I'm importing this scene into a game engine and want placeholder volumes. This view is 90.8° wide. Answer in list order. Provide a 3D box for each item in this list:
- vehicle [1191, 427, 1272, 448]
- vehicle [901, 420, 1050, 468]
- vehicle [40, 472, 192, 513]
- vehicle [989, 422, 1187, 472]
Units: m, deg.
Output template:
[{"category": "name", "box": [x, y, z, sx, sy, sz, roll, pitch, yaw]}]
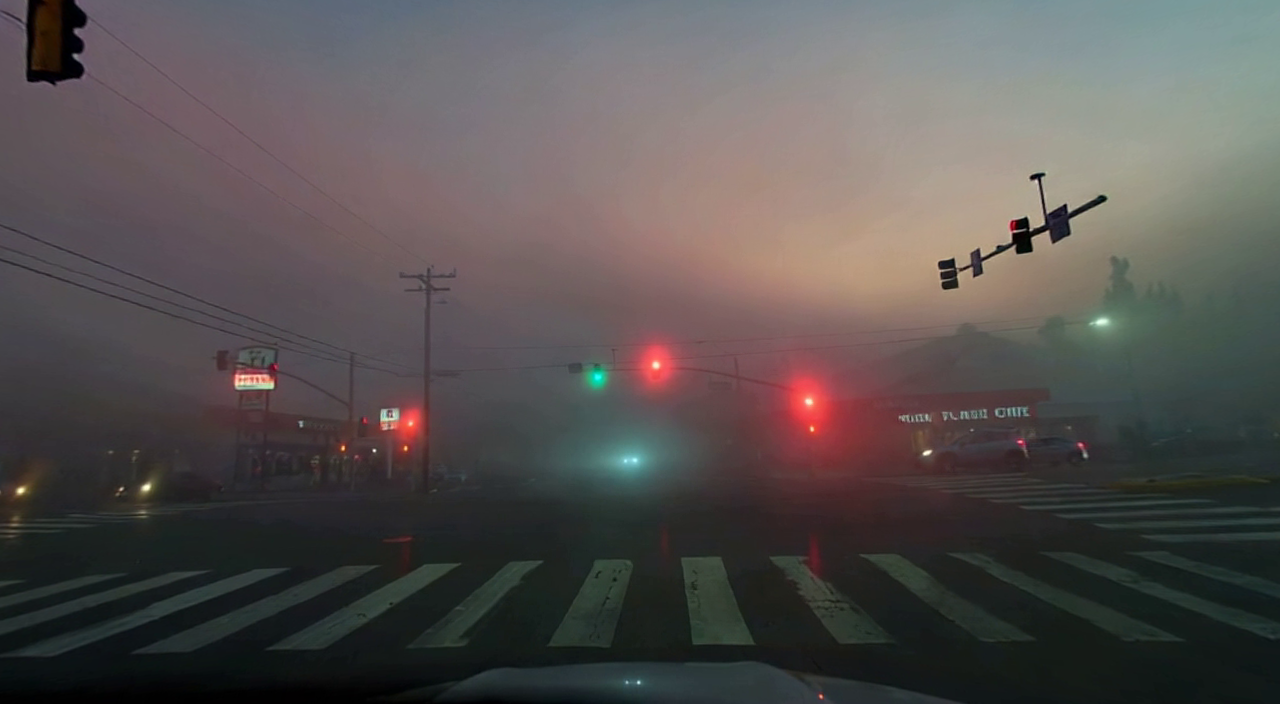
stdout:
[{"category": "vehicle", "box": [42.040, 6.066, 44.894, 4.347, 1.446, 1.777, 1, -9, -9]}, {"category": "vehicle", "box": [13.013, 3.645, 24.943, 4.916, 1.730, 1.986, -4, -9, 21]}, {"category": "vehicle", "box": [-21.171, 5.677, 25.647, 4.676, 1.463, 1.909, -1, -8, 6]}, {"category": "vehicle", "box": [14.357, 3.099, 20.634, 4.835, 1.487, 1.913, -4, -9, 20]}]
